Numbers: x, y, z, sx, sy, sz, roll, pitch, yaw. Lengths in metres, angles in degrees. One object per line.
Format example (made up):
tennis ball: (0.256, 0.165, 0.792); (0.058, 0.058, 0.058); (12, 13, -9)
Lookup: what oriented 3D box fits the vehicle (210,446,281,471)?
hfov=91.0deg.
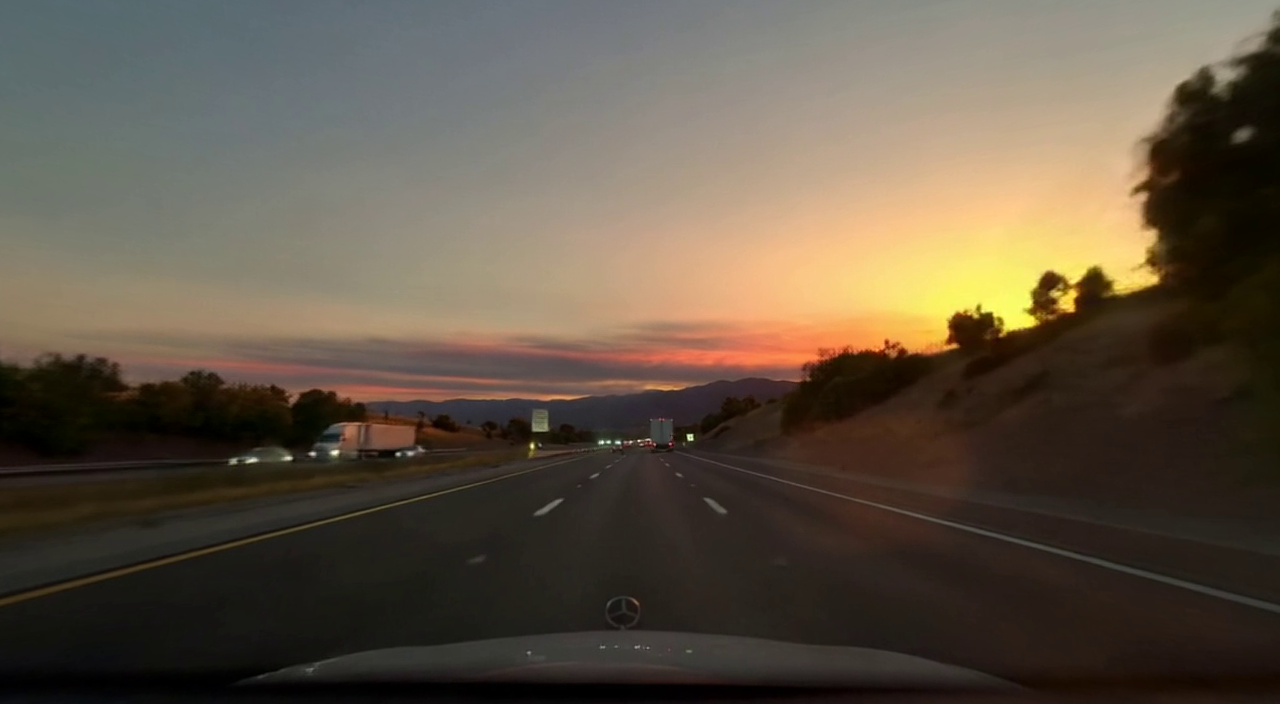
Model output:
vehicle: (-29.182, 7.857, 46.788); (2.015, 1.746, 4.942); (0, -8, 2)
